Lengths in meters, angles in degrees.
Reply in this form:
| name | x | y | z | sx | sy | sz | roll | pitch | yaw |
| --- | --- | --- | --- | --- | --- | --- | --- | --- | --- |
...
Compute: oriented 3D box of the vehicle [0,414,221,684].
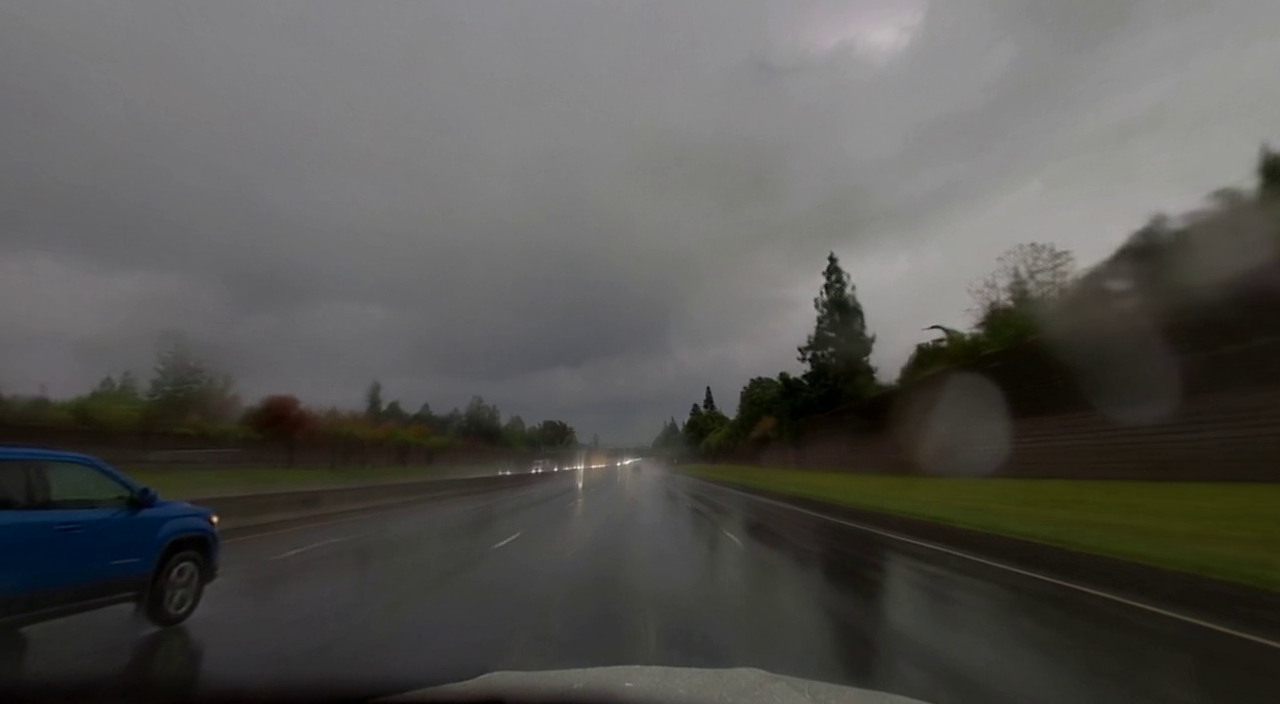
| name | x | y | z | sx | sy | sz | roll | pitch | yaw |
| --- | --- | --- | --- | --- | --- | --- | --- | --- | --- |
| vehicle | -4.651 | 1.093 | 3.446 | 1.914 | 1.534 | 4.015 | 1 | -10 | 0 |
